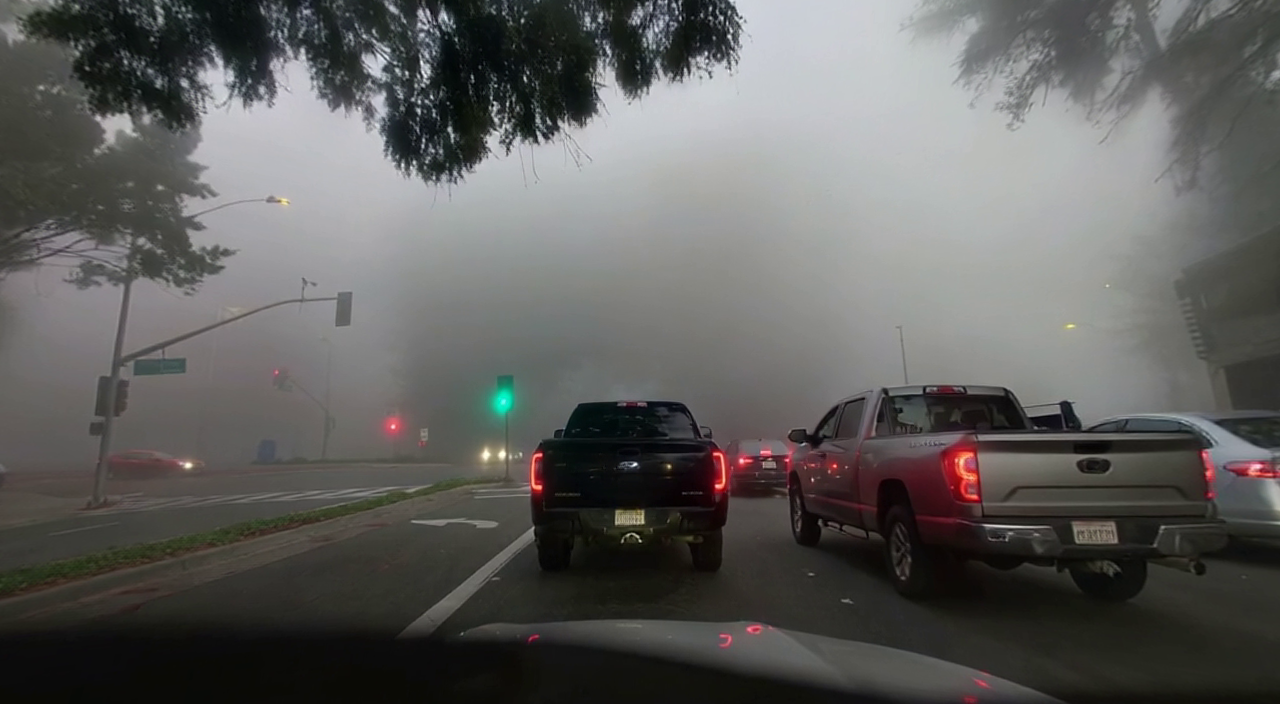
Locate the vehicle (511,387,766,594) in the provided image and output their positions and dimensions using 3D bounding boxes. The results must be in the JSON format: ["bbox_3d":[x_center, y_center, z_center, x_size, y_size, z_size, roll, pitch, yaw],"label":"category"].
[{"bbox_3d":[-0.063,1.594,8.157,2.240,1.821,5.001,0,-9,-1],"label":"vehicle"}]

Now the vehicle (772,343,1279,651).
[{"bbox_3d":[3.319,1.328,6.923,2.412,1.953,5.682,0,-9,-1],"label":"vehicle"}]

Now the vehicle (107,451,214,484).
[{"bbox_3d":[-26.393,6.334,34.988,4.437,1.669,1.936,5,-10,-30],"label":"vehicle"}]
